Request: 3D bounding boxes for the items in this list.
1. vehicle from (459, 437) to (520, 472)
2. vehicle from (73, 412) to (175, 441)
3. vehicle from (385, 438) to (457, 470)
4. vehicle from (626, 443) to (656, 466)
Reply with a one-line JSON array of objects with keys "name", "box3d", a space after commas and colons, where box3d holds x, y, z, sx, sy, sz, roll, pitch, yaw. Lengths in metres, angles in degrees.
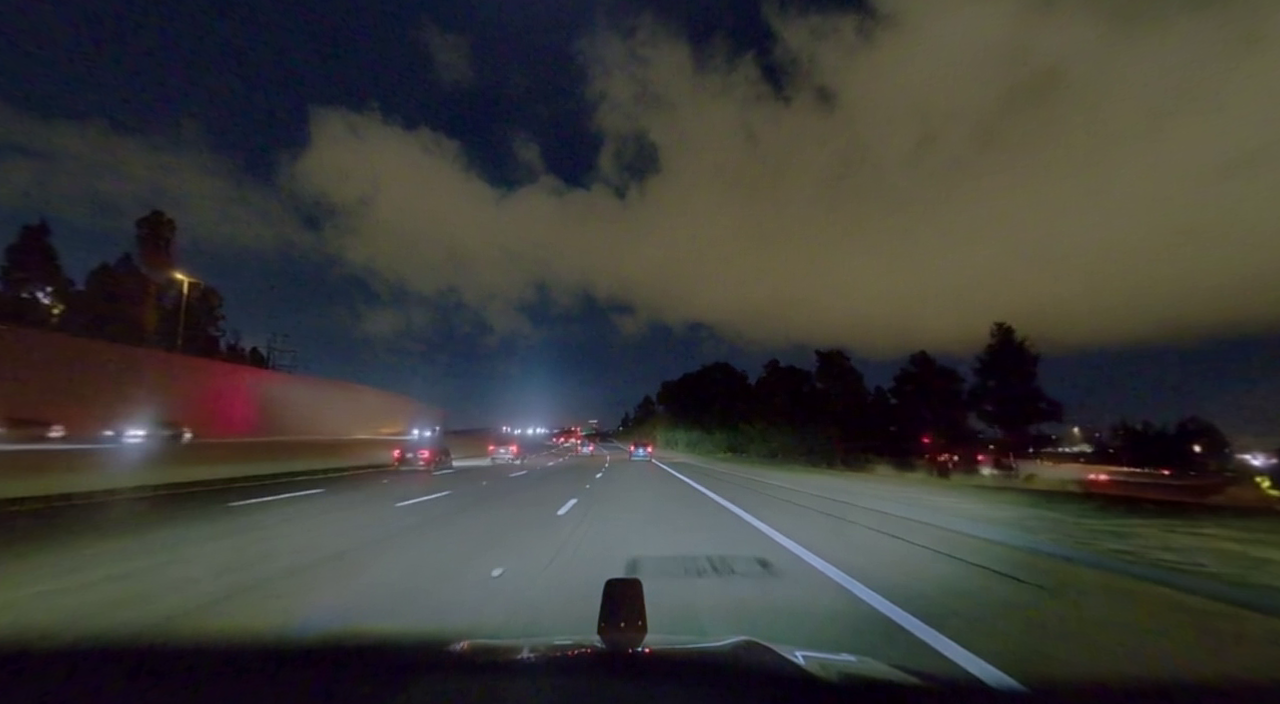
[{"name": "vehicle", "box3d": [-7.463, 5.122, 31.718, 2.086, 1.628, 4.039, 0, -8, 0]}, {"name": "vehicle", "box3d": [-29.472, 4.356, 36.268, 1.941, 1.532, 4.732, 0, -8, -1]}, {"name": "vehicle", "box3d": [-11.139, 5.218, 32.468, 1.935, 1.474, 5.033, 0, -8, 0]}, {"name": "vehicle", "box3d": [0.065, 6.741, 41.695, 1.881, 1.460, 3.694, 0, -8, -1]}]
